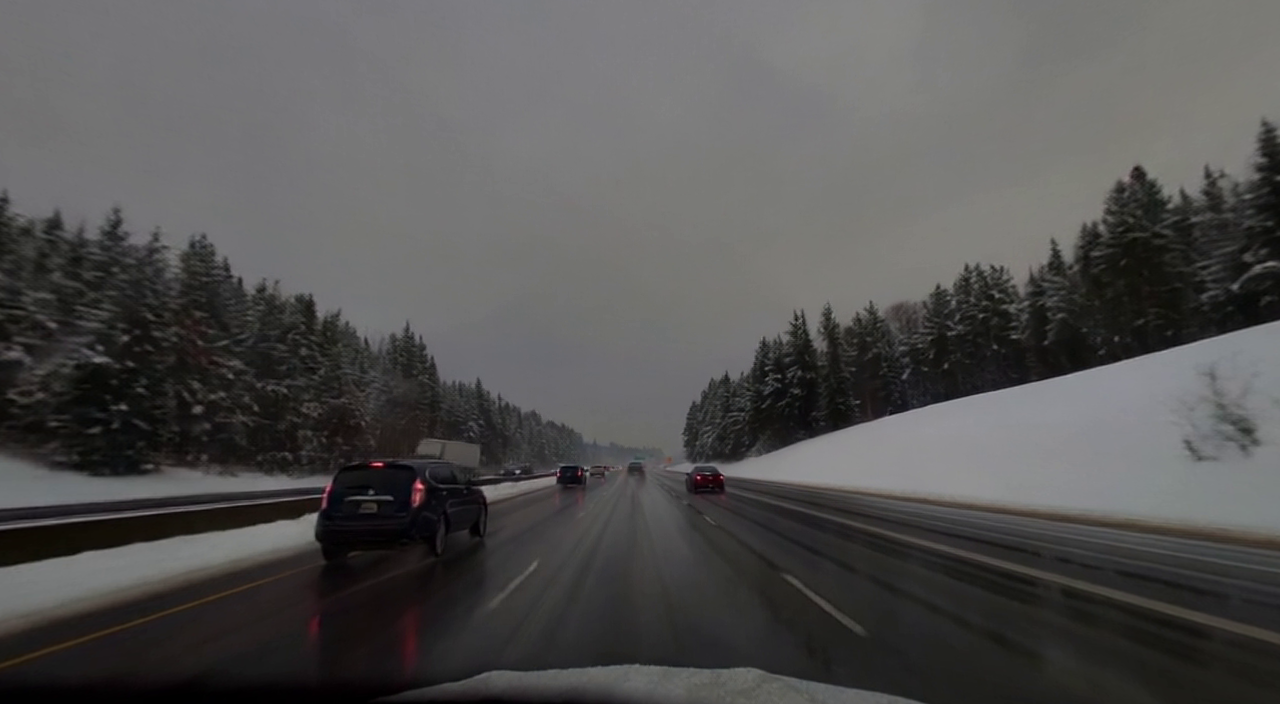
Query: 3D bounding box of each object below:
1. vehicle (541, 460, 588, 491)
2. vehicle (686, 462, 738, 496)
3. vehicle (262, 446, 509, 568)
[{"bbox_3d":[-3.909,6.529,33.335,2.000,1.484,3.995,1,-10,-1],"label":"vehicle"},{"bbox_3d":[3.492,6.247,31.247,1.981,1.516,4.109,1,-10,-1],"label":"vehicle"},{"bbox_3d":[-3.643,2.362,10.245,2.004,1.468,4.812,1,-10,0],"label":"vehicle"}]
